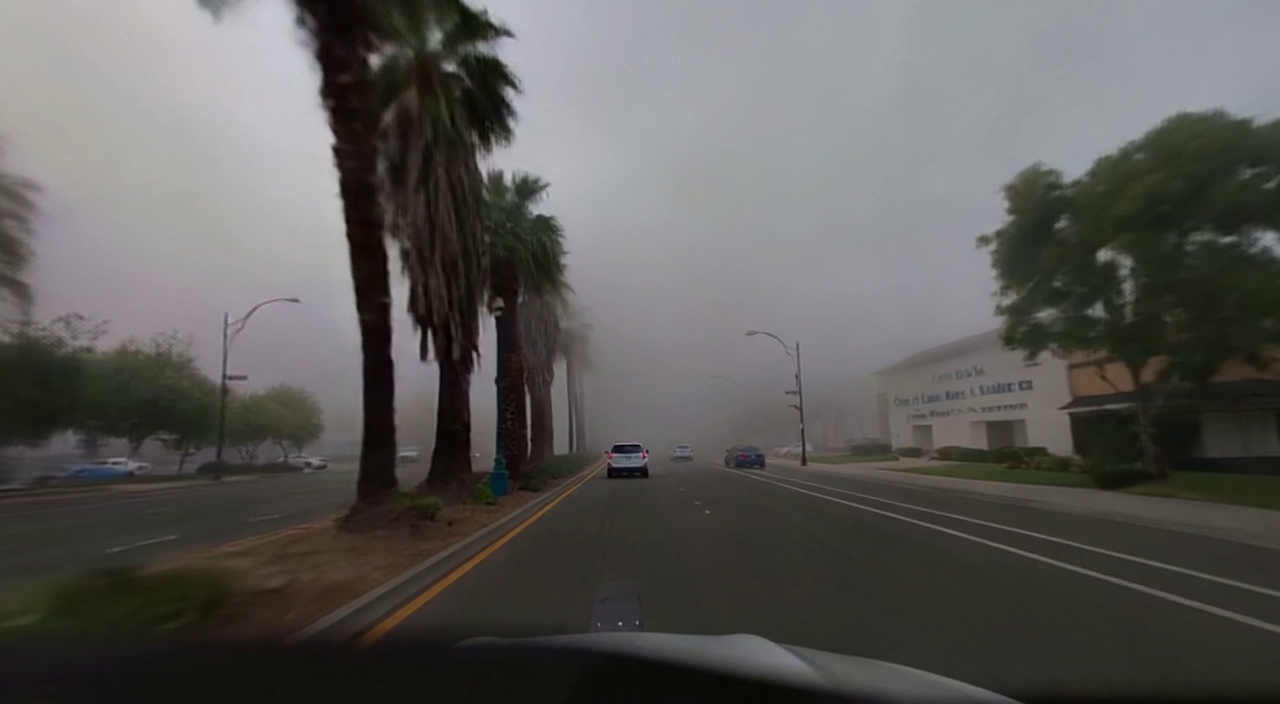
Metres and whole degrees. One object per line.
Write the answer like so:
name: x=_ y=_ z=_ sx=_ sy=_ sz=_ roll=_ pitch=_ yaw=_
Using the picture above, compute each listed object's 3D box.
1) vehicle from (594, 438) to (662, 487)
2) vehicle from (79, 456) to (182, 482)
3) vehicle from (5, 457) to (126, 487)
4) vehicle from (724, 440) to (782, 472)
vehicle: x=-0.367 y=3.727 z=21.611 sx=2.106 sy=1.496 sz=3.964 roll=0 pitch=-9 yaw=0
vehicle: x=-30.163 y=6.930 z=37.526 sx=4.345 sy=1.476 sz=1.937 roll=0 pitch=-9 yaw=-2
vehicle: x=-30.972 y=6.458 z=34.158 sx=4.544 sy=1.533 sz=2.026 roll=0 pitch=-9 yaw=0
vehicle: x=6.099 y=5.660 z=34.657 sx=2.244 sy=1.618 sz=4.585 roll=0 pitch=-9 yaw=-2
